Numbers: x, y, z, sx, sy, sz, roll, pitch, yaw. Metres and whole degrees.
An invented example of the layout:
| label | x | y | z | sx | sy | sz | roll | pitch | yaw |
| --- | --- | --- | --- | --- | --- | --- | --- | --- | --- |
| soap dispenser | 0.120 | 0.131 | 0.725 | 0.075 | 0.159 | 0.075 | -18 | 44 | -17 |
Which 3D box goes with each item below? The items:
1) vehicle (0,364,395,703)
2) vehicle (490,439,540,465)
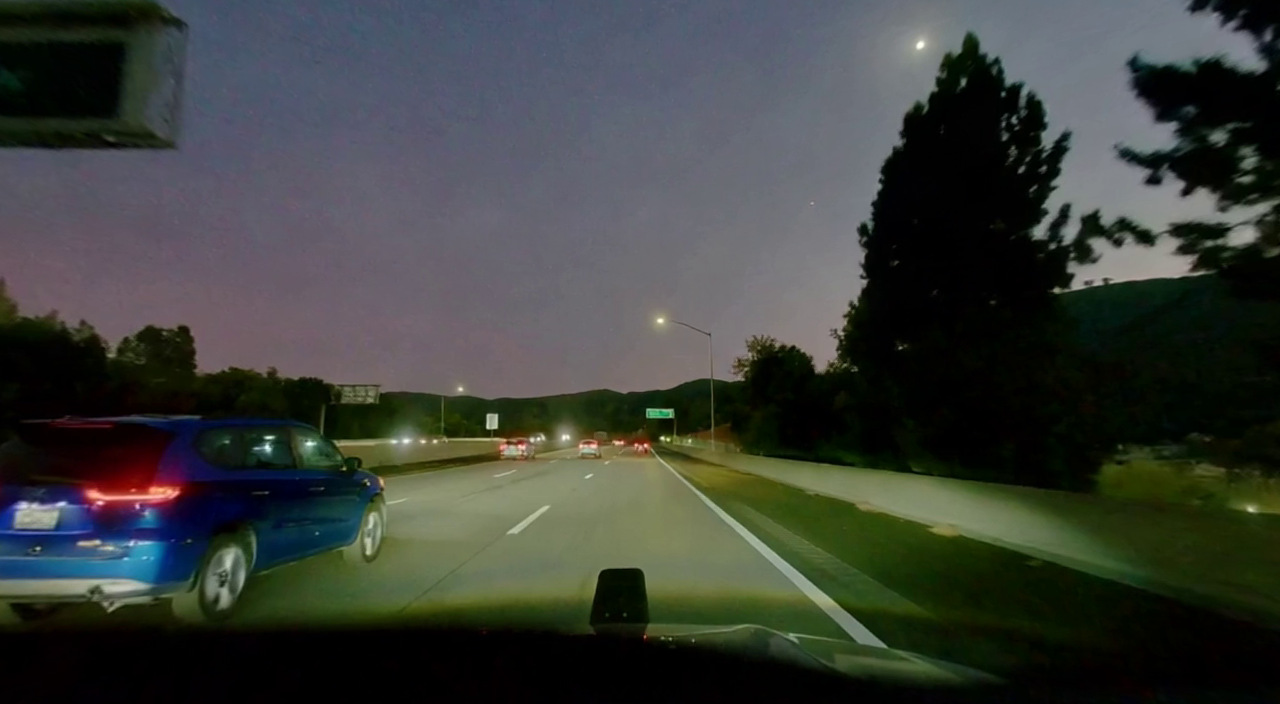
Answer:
| label | x | y | z | sx | sy | sz | roll | pitch | yaw |
| --- | --- | --- | --- | --- | --- | --- | --- | --- | --- |
| vehicle | -4.025 | 1.232 | 5.237 | 2.138 | 1.718 | 4.415 | 0 | -8 | 1 |
| vehicle | -7.529 | 6.081 | 38.477 | 1.963 | 1.476 | 4.739 | 0 | -8 | 1 |
